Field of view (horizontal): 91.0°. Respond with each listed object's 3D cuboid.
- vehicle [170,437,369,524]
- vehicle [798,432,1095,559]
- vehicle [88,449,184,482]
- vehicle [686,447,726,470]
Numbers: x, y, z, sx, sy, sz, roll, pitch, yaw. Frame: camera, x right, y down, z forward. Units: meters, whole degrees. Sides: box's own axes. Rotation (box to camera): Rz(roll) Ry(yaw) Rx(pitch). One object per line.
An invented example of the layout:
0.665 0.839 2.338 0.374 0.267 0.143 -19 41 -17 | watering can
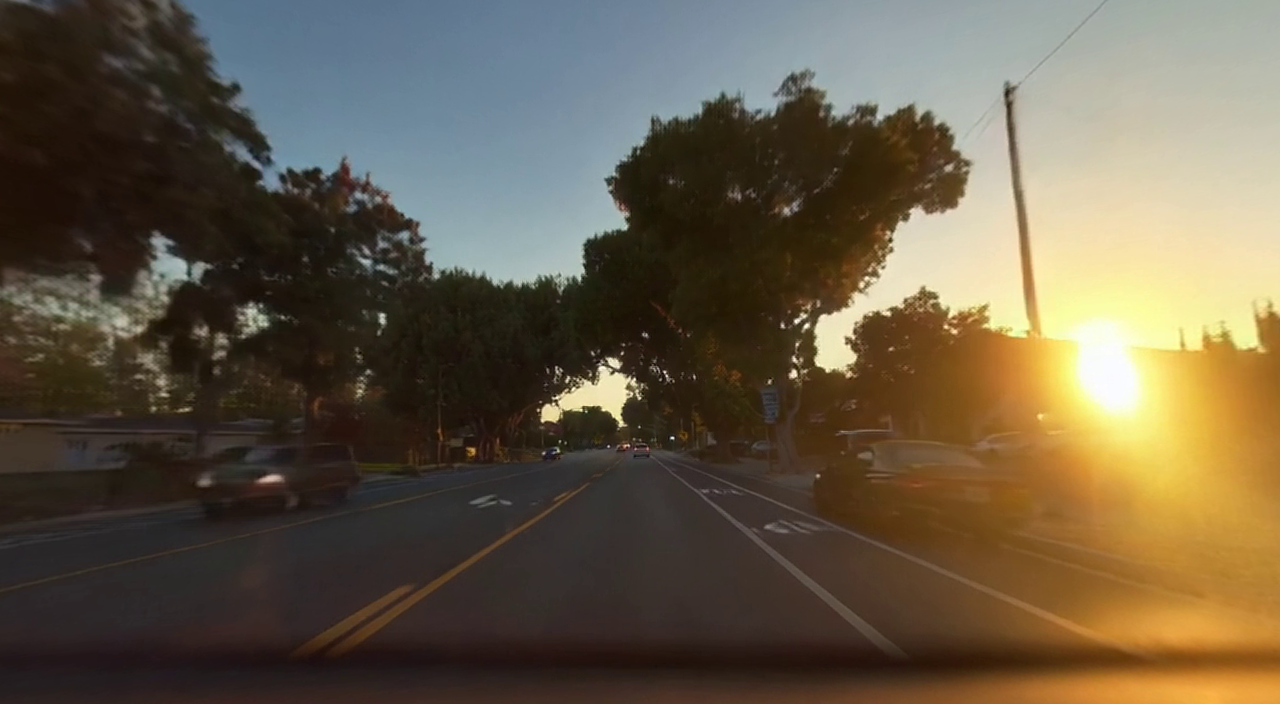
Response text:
-7.801 2.704 13.802 1.867 1.603 3.983 0 -8 1 | vehicle
4.518 2.207 10.720 2.154 1.550 5.785 0 -8 0 | vehicle
-26.513 5.960 33.184 3.527 1.415 1.748 -2 -8 -5 | vehicle
4.482 7.280 43.418 1.968 1.467 5.107 0 -8 -3 | vehicle
